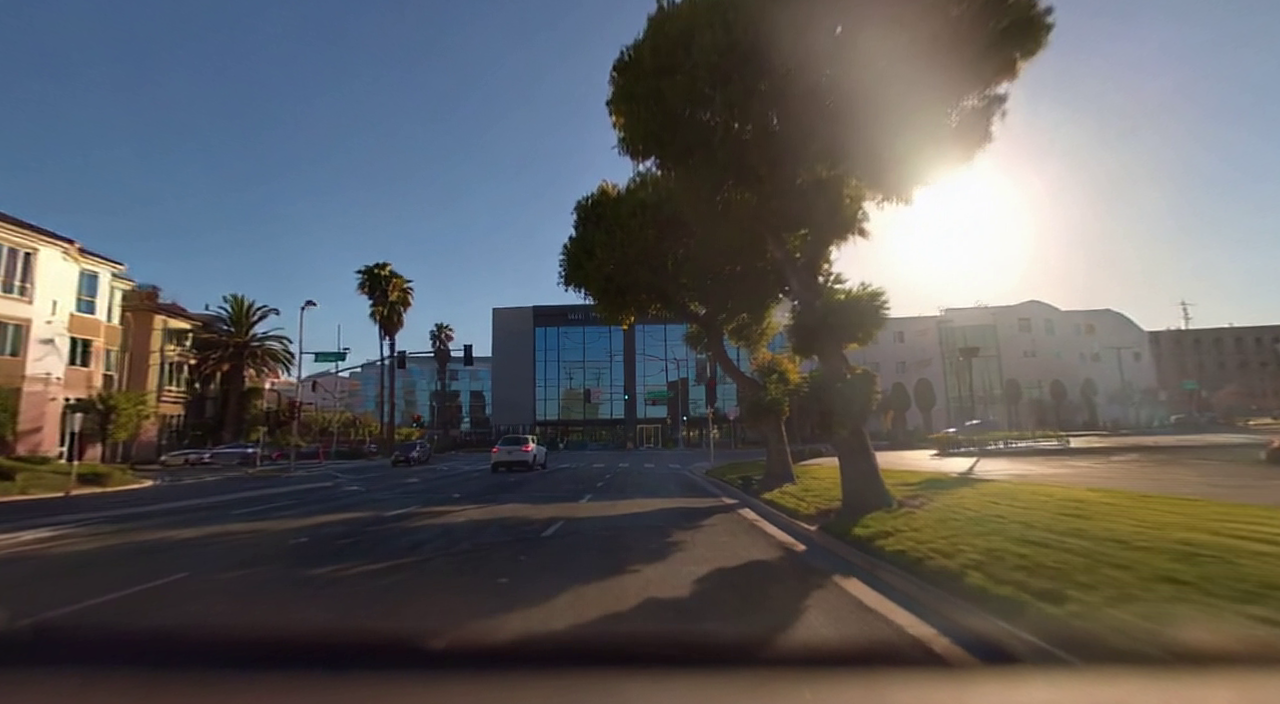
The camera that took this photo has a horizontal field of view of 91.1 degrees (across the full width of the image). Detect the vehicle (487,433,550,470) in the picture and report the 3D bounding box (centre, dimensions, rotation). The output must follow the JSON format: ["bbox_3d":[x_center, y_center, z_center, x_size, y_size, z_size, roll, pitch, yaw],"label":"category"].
[{"bbox_3d":[-6.021,4.972,31.631,2.121,1.731,4.707,0,-8,2],"label":"vehicle"}]
